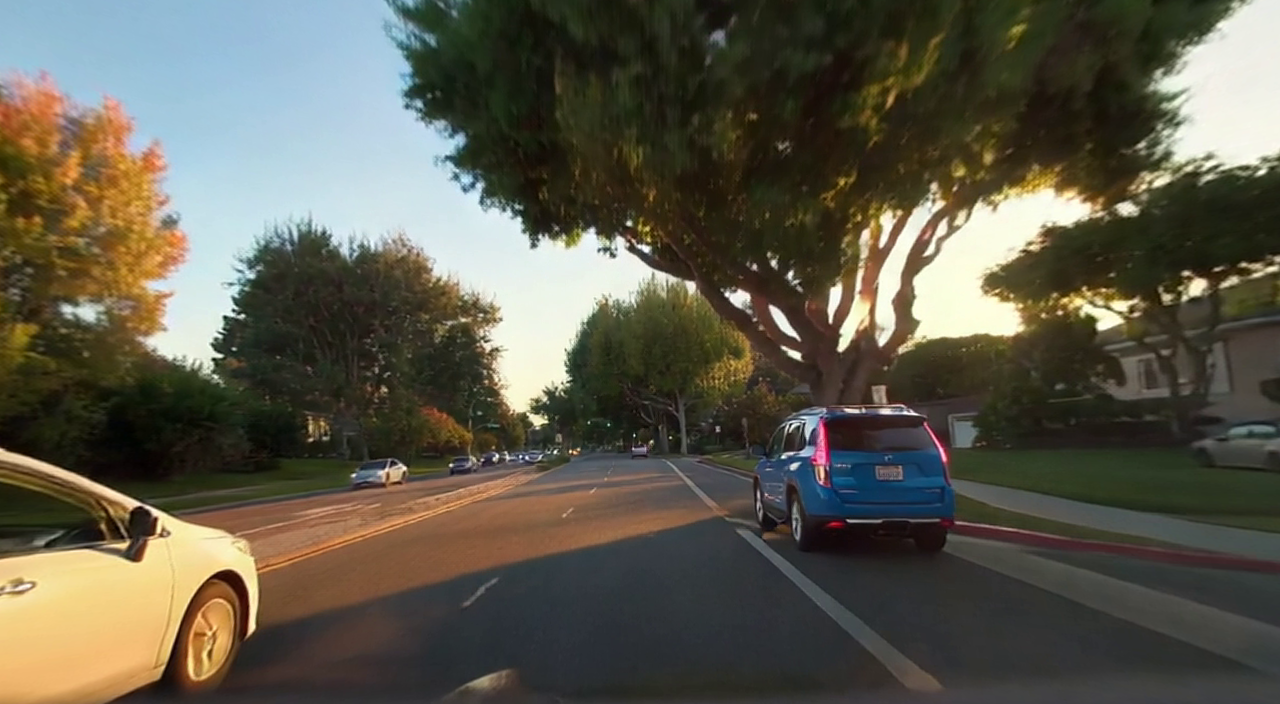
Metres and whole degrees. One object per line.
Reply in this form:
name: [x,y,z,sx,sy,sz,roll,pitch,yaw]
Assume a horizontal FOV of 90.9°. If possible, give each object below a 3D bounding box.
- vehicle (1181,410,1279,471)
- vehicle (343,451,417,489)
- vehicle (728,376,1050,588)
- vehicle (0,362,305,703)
vehicle: [16.916,2.362,16.741,1.822,1.496,3.560,0,-8,-1]
vehicle: [-13.072,5.909,32.032,2.002,1.729,4.441,0,-8,-2]
vehicle: [2.820,1.676,9.025,2.338,2.063,5.592,0,-8,0]
vehicle: [-3.337,0.829,1.975,2.058,1.659,4.514,0,-8,0]
